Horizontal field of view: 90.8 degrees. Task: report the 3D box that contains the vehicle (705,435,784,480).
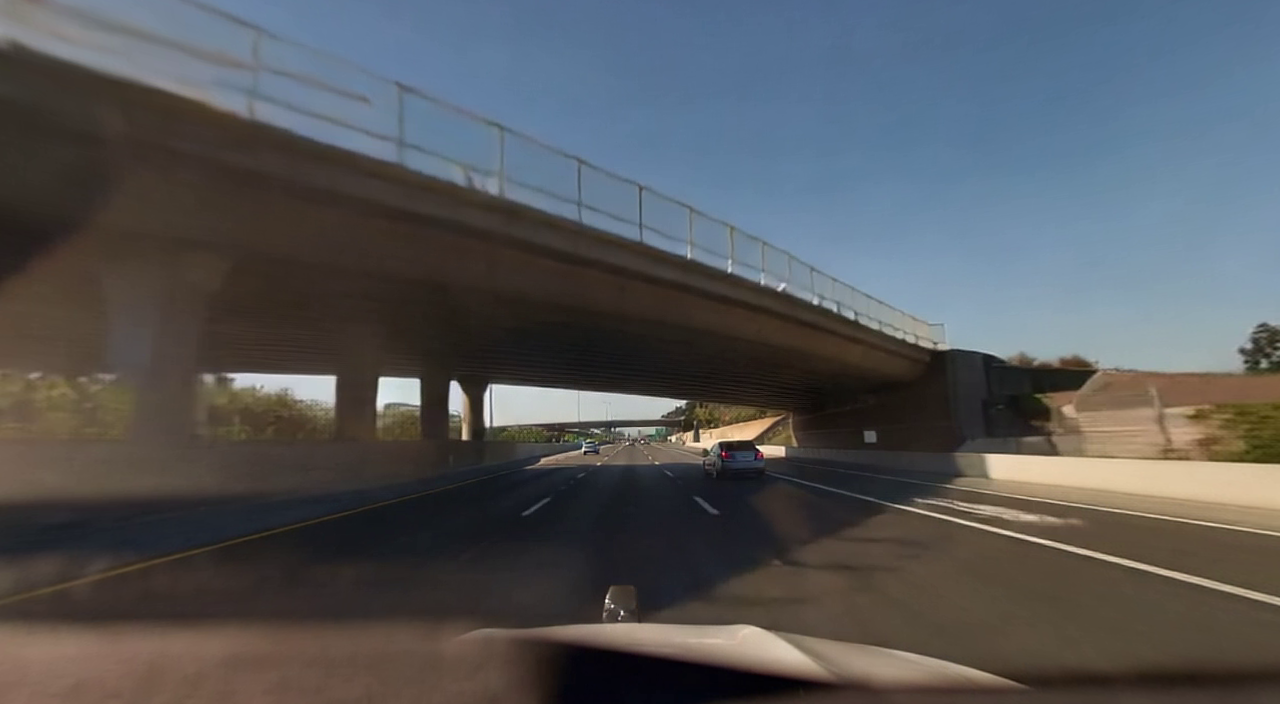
[{"bbox_3d":[3.789,3.920,23.658,2.060,1.485,4.274,0,-9,-2],"label":"vehicle"}]
